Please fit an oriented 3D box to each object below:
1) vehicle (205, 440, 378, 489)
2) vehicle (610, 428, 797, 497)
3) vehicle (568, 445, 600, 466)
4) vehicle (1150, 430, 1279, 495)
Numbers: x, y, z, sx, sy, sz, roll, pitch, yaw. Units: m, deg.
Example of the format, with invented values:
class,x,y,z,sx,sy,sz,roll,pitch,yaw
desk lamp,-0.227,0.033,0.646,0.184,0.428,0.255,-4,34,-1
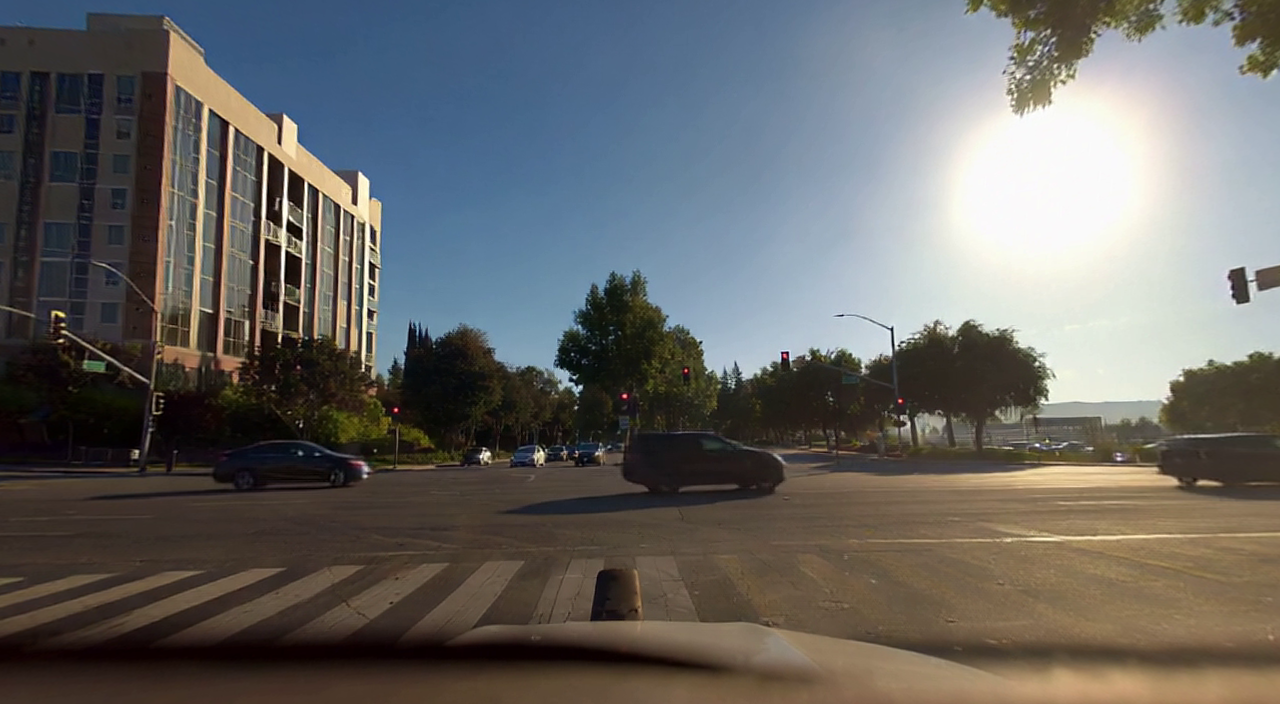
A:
class,x,y,z,sx,sy,sz,roll,pitch,yaw
vehicle,-11.101,3.607,20.516,4.424,1.454,2.043,2,-9,-11
vehicle,1.678,3.093,17.965,4.923,1.800,2.153,1,-8,-6
vehicle,-4.387,8.131,49.773,2.130,1.613,4.121,0,-8,0
vehicle,20.026,3.514,20.398,5.101,1.940,2.468,1,-8,-6
